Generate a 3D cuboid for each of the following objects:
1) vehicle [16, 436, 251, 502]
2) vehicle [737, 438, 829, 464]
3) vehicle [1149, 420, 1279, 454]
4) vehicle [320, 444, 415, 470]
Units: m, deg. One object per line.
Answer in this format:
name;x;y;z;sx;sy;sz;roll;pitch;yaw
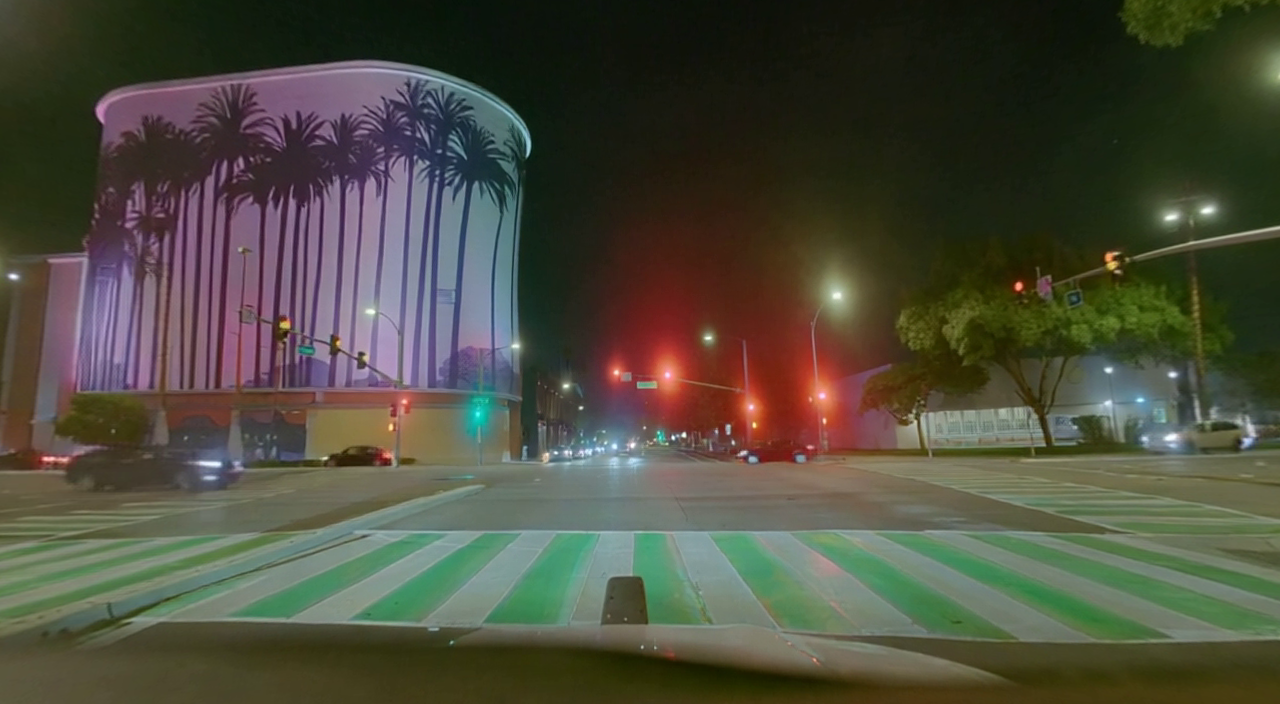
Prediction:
vehicle;-13.822;3.192;17.398;4.875;1.669;1.953;-1;-8;3
vehicle;8.285;5.753;36.763;4.893;1.458;1.791;0;-8;0
vehicle;33.447;4.983;36.787;5.477;1.880;2.125;0;-8;1
vehicle;-16.063;6.216;37.362;4.784;1.465;1.798;0;-8;0
